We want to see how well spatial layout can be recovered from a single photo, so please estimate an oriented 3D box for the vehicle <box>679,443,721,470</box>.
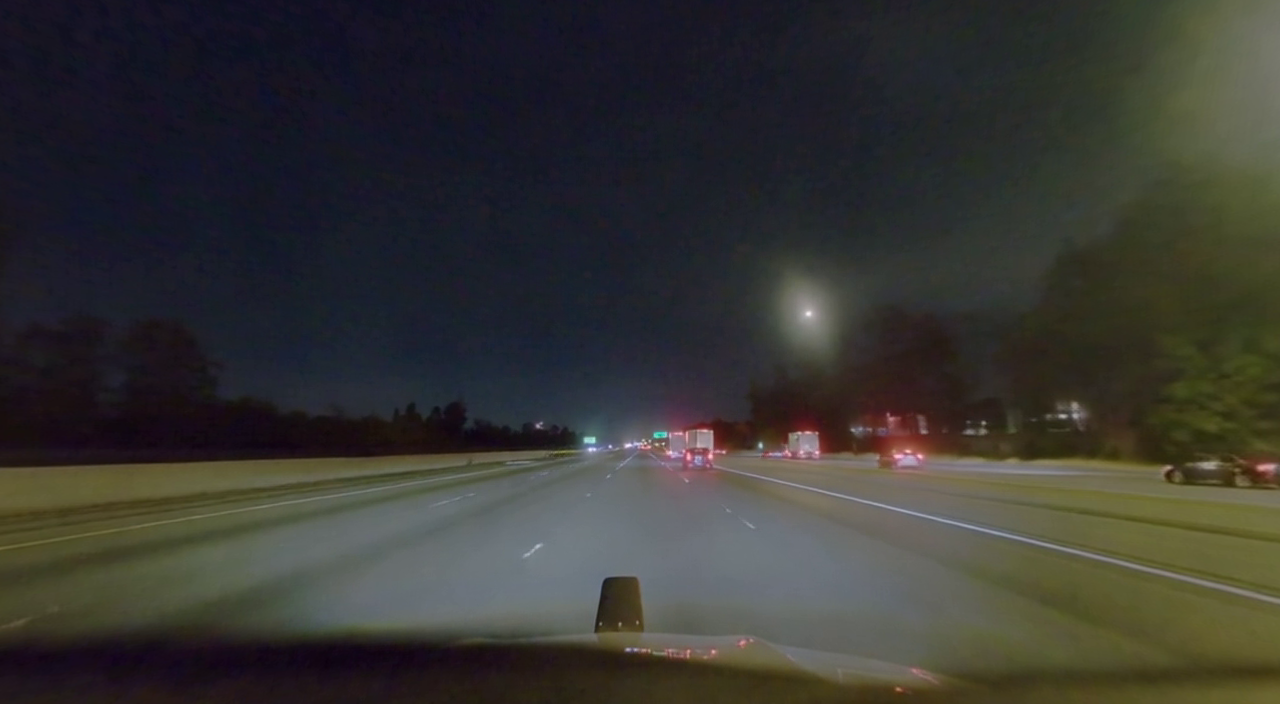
[{"bbox_3d":[3.532,6.249,37.700,2.033,1.501,4.398,0,-9,-1],"label":"vehicle"}]
